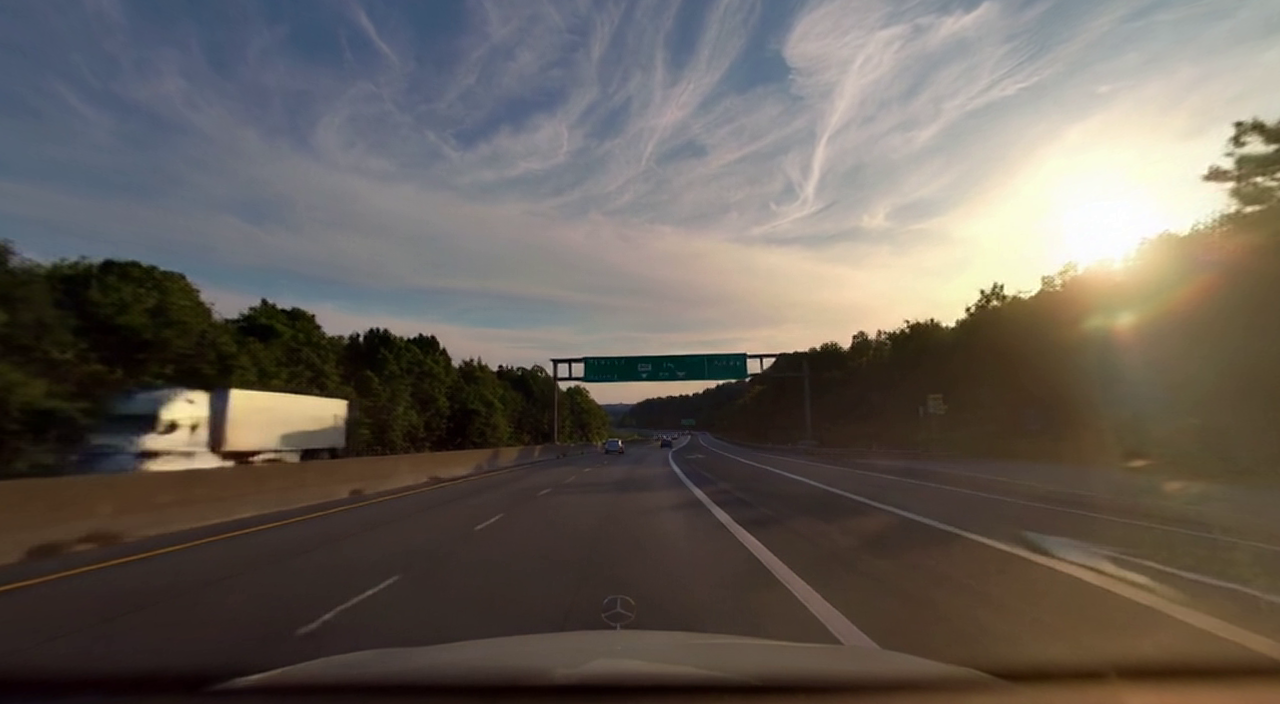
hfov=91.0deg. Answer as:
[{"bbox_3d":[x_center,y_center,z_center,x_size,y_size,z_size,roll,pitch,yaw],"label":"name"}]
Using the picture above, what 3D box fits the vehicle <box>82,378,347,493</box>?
[{"bbox_3d":[-15.264,3.217,24.128,3.205,3.498,9.568,0,-8,2],"label":"vehicle"}]
